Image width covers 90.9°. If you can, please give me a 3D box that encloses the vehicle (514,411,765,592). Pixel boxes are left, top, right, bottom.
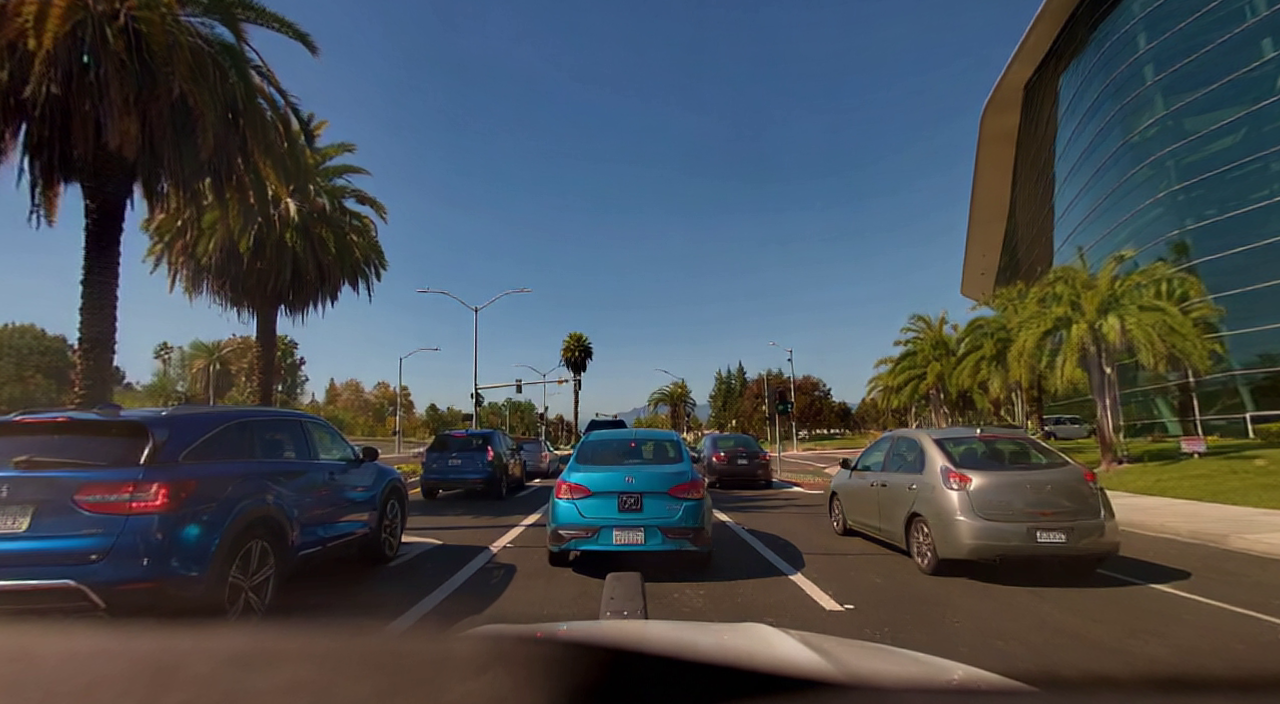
[{"bbox_3d":[-0.045,1.650,7.824,2.219,1.586,4.321,0,-8,-1],"label":"vehicle"}]

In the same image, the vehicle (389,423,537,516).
[{"bbox_3d":[-3.459,2.369,13.119,1.917,1.631,3.768,0,-8,1],"label":"vehicle"}]

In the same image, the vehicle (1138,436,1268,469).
[{"bbox_3d":[25.492,4.543,28.638,4.014,1.417,1.777,-1,-8,5],"label":"vehicle"}]

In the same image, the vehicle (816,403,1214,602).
[{"bbox_3d":[3.844,1.617,7.677,2.064,1.696,4.431,0,-8,0],"label":"vehicle"}]

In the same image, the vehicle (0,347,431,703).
[{"bbox_3d":[-3.535,1.172,5.372,2.014,1.775,4.404,0,-8,-1],"label":"vehicle"}]
